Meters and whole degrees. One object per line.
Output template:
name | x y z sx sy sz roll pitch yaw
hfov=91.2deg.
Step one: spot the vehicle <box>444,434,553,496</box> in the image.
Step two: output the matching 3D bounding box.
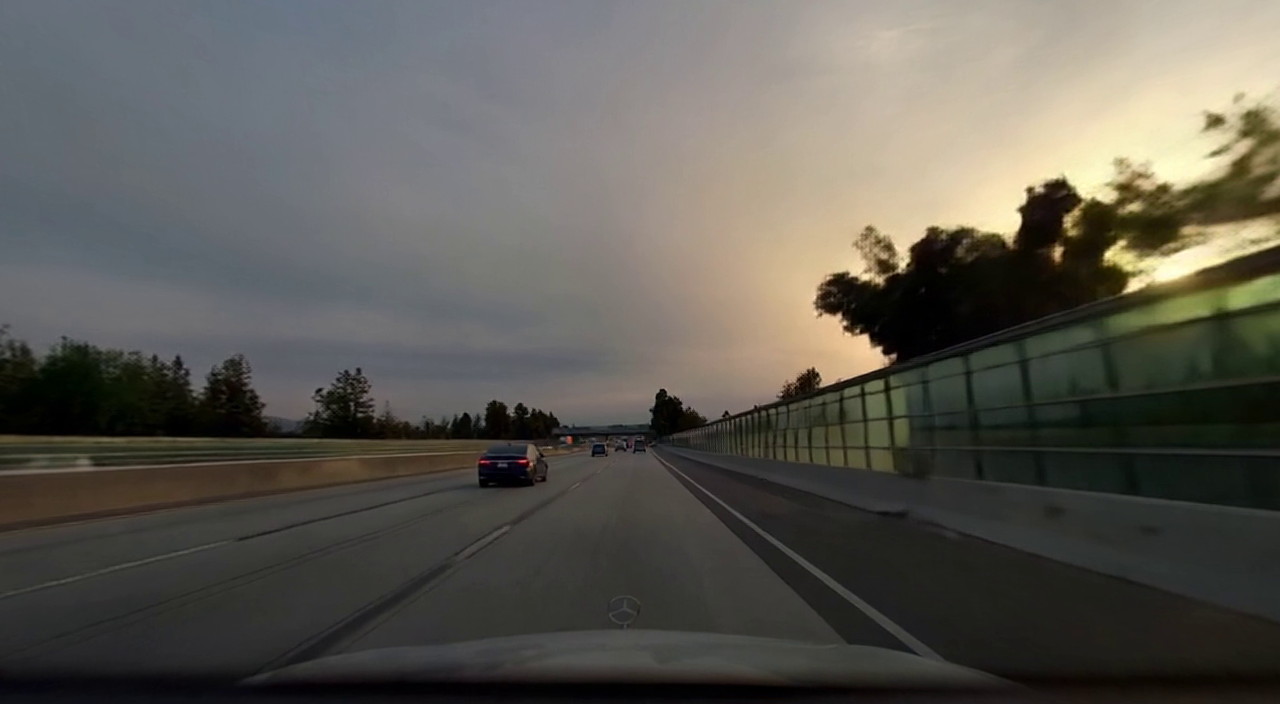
vehicle | -3.852 3.150 17.942 2.059 1.541 4.296 0 -8 1
